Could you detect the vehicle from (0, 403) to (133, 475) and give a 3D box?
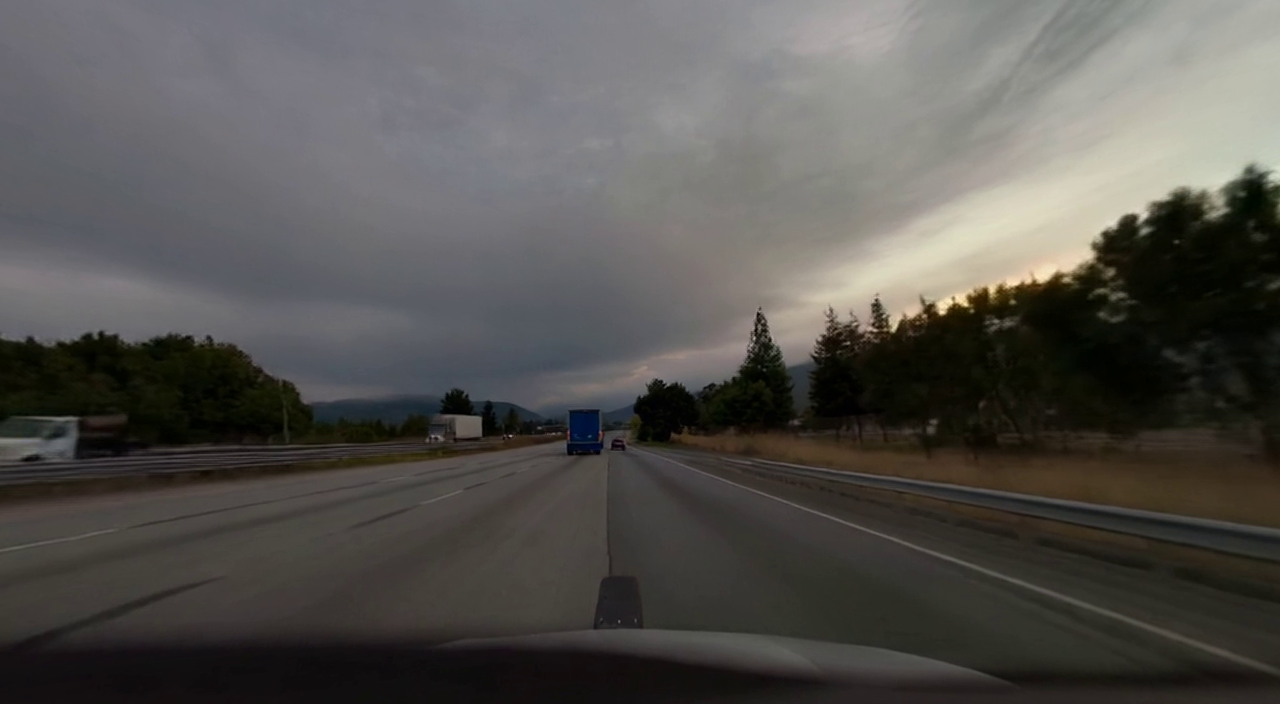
[{"bbox_3d":[-22.202,3.210,23.179,2.136,2.320,5.993,1,-9,-1],"label":"vehicle"}]
